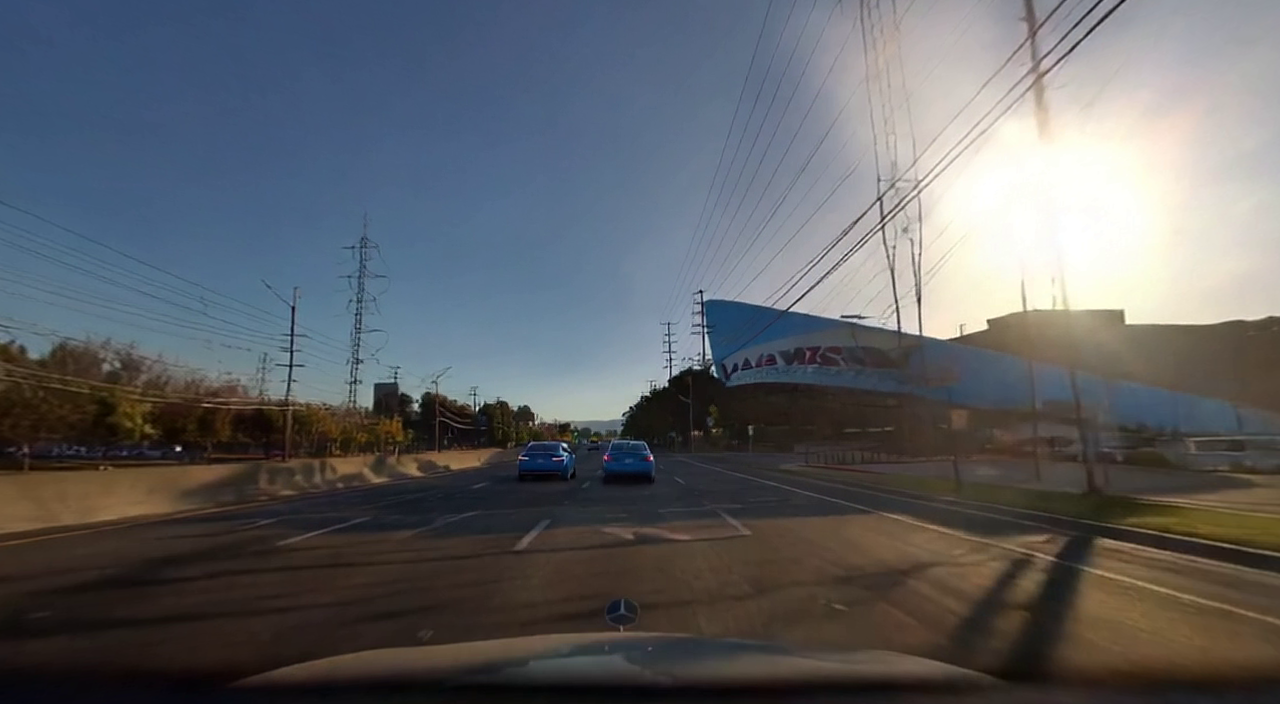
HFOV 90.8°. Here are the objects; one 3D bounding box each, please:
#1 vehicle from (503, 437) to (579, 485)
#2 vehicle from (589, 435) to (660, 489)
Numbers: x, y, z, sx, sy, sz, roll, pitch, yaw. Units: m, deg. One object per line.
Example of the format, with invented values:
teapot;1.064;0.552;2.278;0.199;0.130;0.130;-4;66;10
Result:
vehicle;-3.565;4.055;23.793;1.985;1.607;4.892;0;-8;1
vehicle;-0.490;3.734;21.674;2.189;1.652;4.135;0;-9;0
